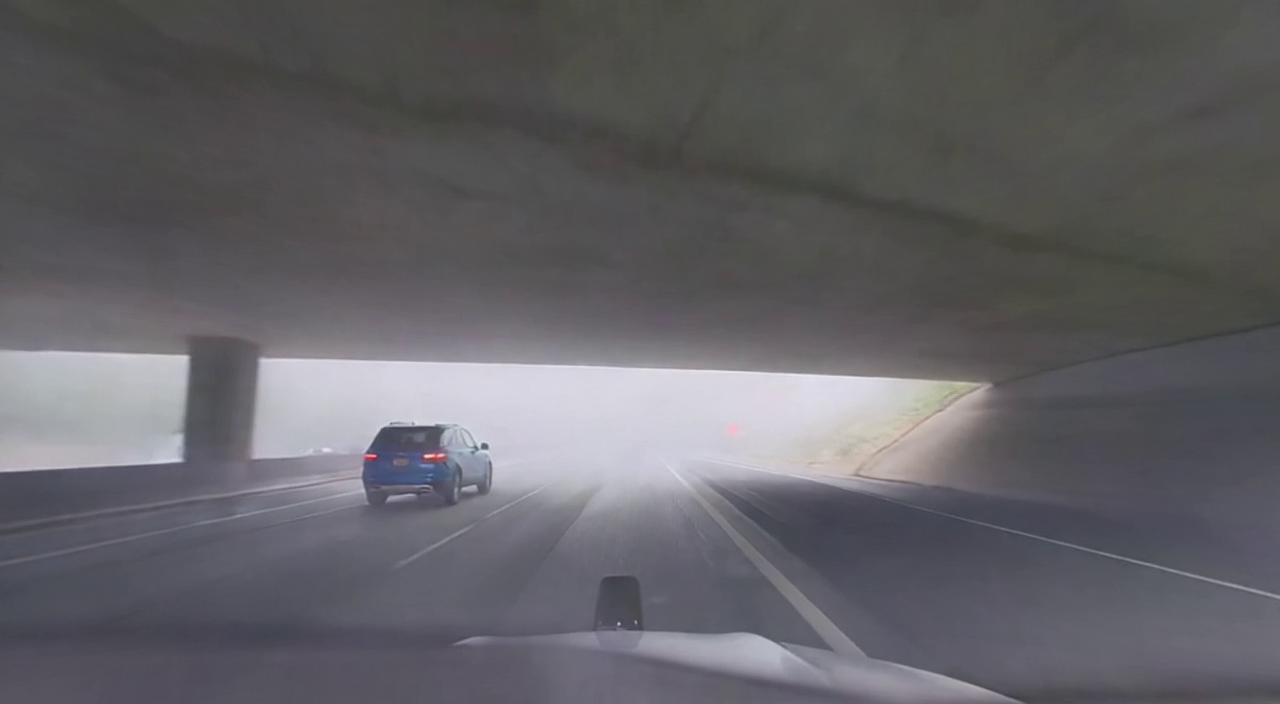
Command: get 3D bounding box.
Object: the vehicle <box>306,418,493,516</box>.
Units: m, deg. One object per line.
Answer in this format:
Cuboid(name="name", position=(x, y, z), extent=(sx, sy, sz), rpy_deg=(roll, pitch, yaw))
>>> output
Cuboid(name="vehicle", position=(-4.672, 2.292, 13.063), extent=(2.125, 1.662, 4.336), rpy_deg=(0, -8, 0))
